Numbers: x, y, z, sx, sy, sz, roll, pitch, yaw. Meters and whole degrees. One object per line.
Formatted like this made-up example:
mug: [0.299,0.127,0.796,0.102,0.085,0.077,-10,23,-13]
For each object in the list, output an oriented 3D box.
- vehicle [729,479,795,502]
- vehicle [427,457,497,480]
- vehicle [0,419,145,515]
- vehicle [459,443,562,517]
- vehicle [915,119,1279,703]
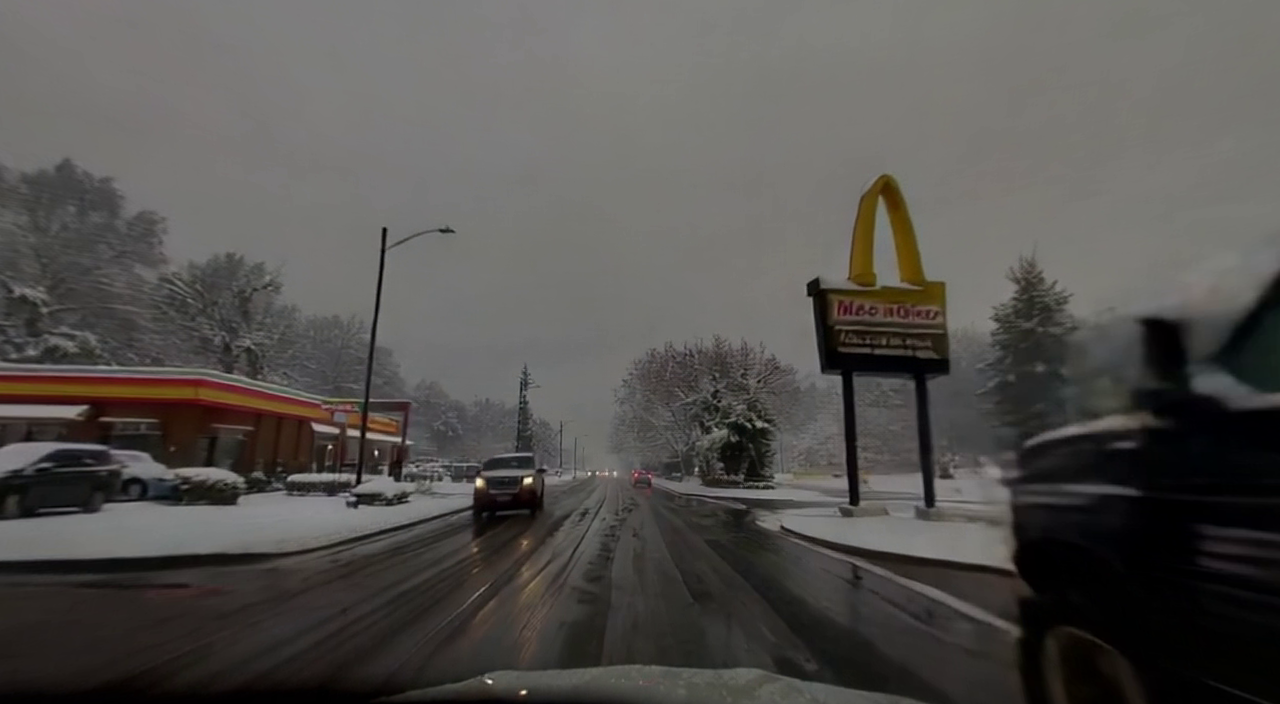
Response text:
vehicle: [8.538,9.769,44.382,4.169,1.474,1.850,2,-11,-6]
vehicle: [-13.390,8.826,47.555,2.006,1.641,4.575,-10,-15,43]
vehicle: [-13.854,2.546,14.255,2.062,1.889,4.115,1,-9,-4]
vehicle: [-3.713,3.820,19.023,2.165,1.889,4.825,1,-10,-1]
vehicle: [3.228,0.360,0.860,2.472,2.484,6.609,1,-10,-2]
